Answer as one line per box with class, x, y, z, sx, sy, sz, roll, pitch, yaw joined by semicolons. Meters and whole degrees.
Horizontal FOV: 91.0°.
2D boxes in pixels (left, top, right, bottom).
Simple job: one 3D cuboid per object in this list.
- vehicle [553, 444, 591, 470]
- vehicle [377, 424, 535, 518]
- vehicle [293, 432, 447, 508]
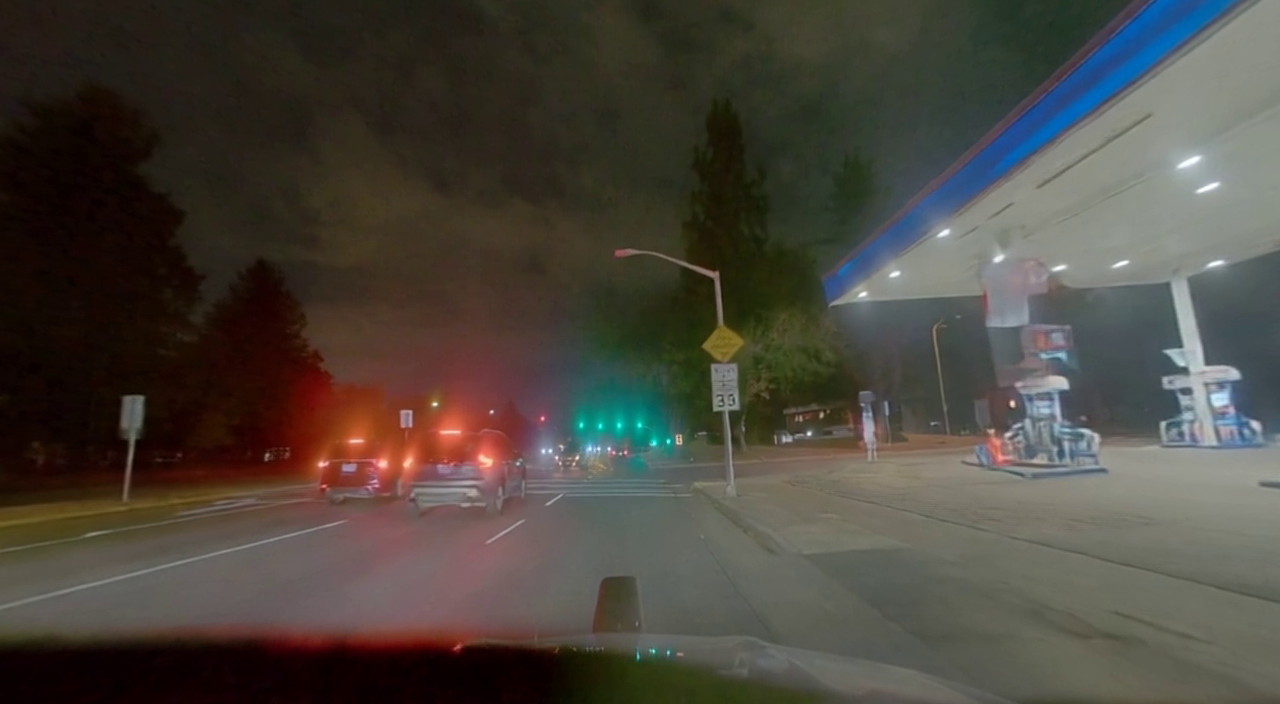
vehicle;-4.436;6.932;41.673;2.060;1.580;3.980;0;-9;1
vehicle;-4.011;2.710;14.715;2.306;1.815;4.476;0;-9;0
vehicle;-7.127;3.170;17.302;2.102;1.774;4.662;0;-9;0
